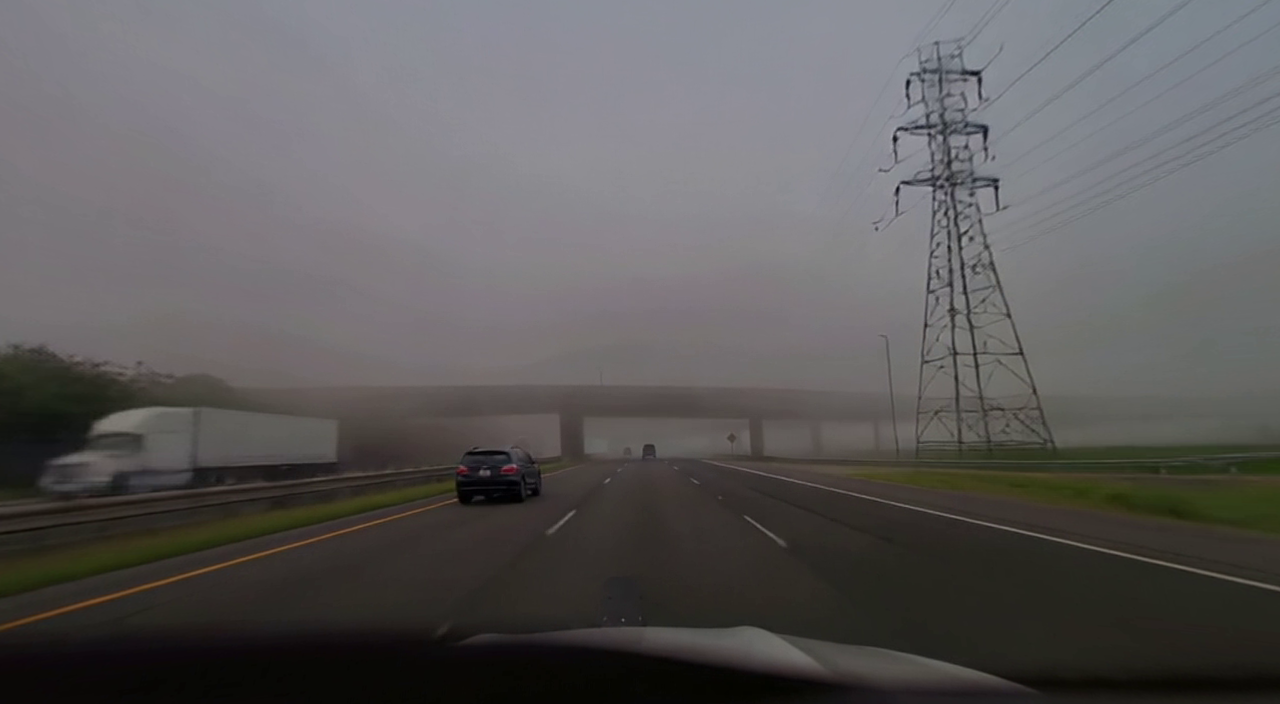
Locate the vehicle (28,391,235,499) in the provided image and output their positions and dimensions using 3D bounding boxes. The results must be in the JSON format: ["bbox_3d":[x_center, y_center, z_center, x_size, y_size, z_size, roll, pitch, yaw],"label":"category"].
[{"bbox_3d":[-20.037,3.766,25.488,2.990,3.801,6.155,0,-9,0],"label":"vehicle"}]

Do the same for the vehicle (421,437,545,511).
[{"bbox_3d":[-3.648,2.913,15.491,1.924,1.550,4.165,0,-9,1],"label":"vehicle"}]
